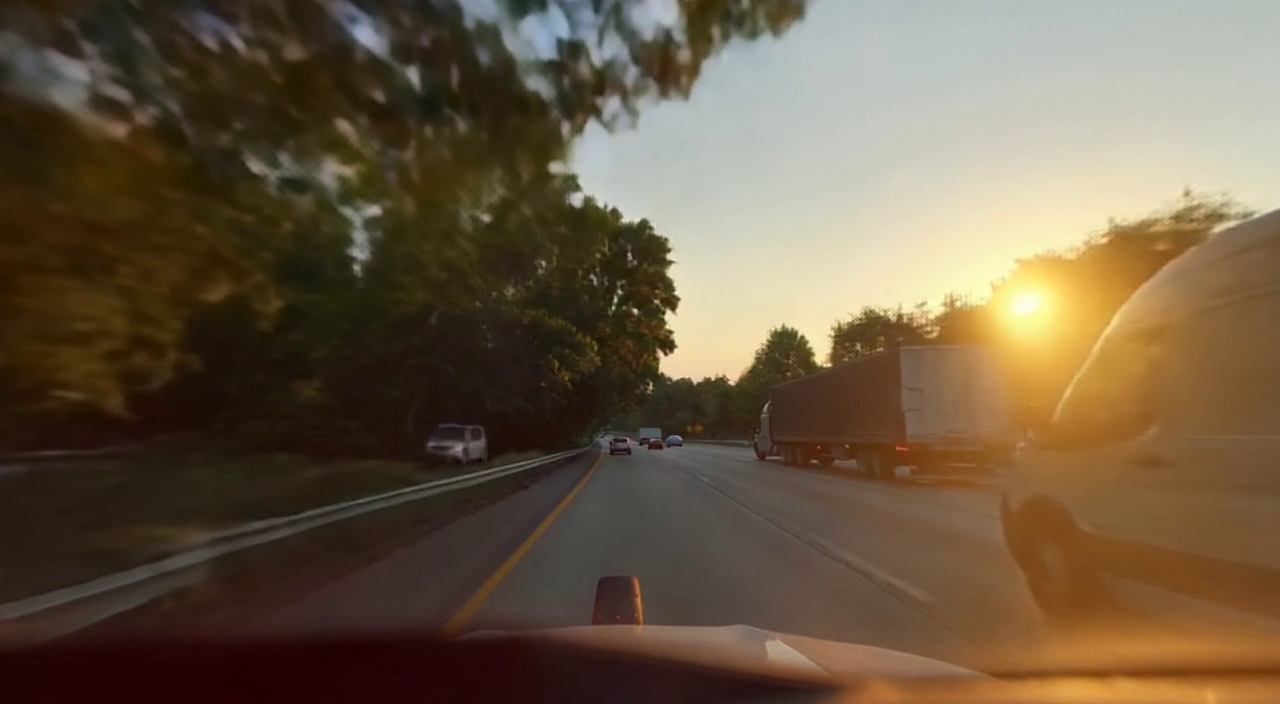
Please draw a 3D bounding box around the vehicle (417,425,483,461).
[{"bbox_3d":[-9.325,4.496,31.283,2.010,1.653,4.217,0,-8,-1],"label":"vehicle"}]

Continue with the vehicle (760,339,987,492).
[{"bbox_3d":[7.584,2.630,23.999,2.888,4.093,14.227,0,-8,-1],"label":"vehicle"}]

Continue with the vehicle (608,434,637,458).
[{"bbox_3d":[-1.360,7.049,47.547,2.088,1.671,4.068,0,-8,-2],"label":"vehicle"}]

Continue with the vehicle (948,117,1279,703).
[{"bbox_3d":[3.503,0.363,1.704,2.436,2.521,5.409,0,-8,-2],"label":"vehicle"}]
